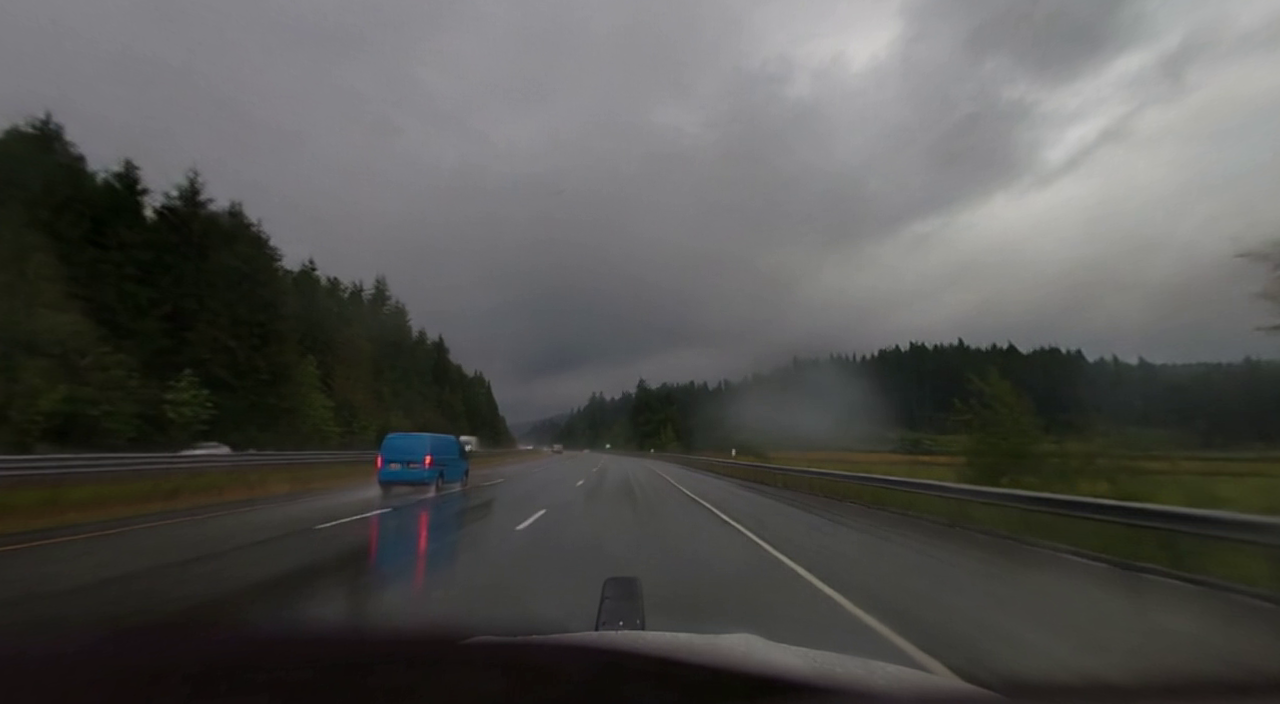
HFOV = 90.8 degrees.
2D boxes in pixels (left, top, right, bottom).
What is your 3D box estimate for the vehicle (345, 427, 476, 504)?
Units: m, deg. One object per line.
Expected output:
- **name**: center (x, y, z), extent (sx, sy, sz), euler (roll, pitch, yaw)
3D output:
- **vehicle**: center (-6.827, 3.456, 19.488), extent (2.197, 2.038, 4.919), euler (0, -9, -1)
